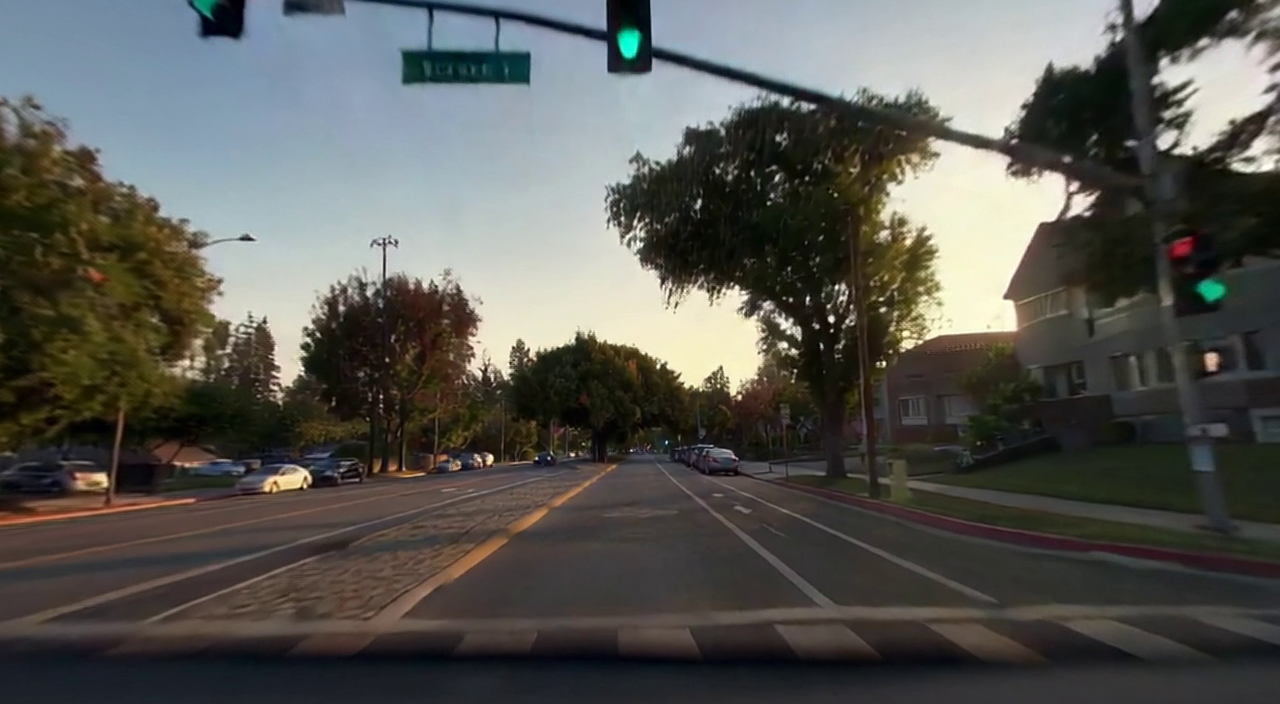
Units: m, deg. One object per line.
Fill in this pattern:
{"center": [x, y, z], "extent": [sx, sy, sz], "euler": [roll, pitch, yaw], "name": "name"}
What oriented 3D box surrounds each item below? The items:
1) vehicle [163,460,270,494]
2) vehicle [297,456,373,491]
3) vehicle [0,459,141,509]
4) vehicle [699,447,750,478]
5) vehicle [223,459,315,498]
{"center": [-23.628, 6.964, 35.354], "extent": [4.670, 1.486, 1.864], "euler": [-4, -9, 1], "name": "vehicle"}
{"center": [-17.839, 7.100, 37.259], "extent": [2.105, 1.734, 4.673], "euler": [-4, -8, 1], "name": "vehicle"}
{"center": [-23.274, 5.249, 25.384], "extent": [4.488, 1.810, 2.003], "euler": [1, -9, -9], "name": "vehicle"}
{"center": [4.392, 5.846, 33.672], "extent": [1.927, 1.523, 4.668], "euler": [0, -9, -2], "name": "vehicle"}
{"center": [-17.822, 6.079, 30.636], "extent": [1.896, 1.661, 4.191], "euler": [-1, -9, 0], "name": "vehicle"}
